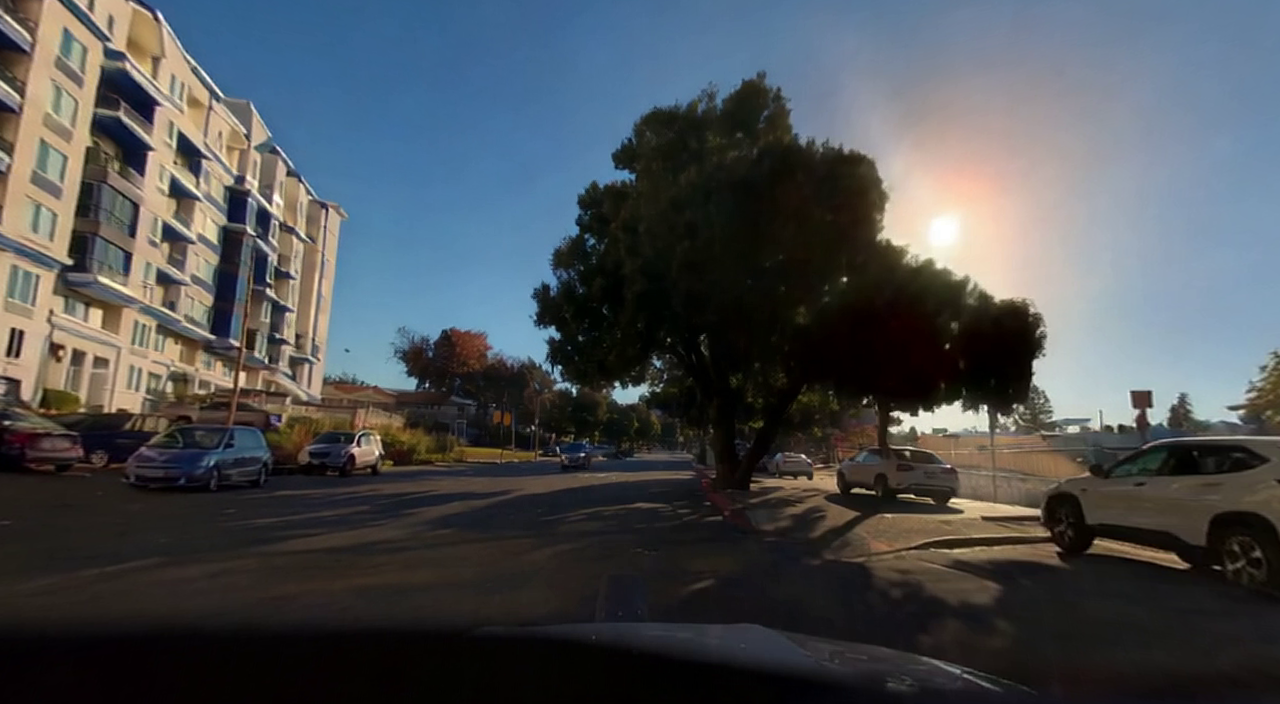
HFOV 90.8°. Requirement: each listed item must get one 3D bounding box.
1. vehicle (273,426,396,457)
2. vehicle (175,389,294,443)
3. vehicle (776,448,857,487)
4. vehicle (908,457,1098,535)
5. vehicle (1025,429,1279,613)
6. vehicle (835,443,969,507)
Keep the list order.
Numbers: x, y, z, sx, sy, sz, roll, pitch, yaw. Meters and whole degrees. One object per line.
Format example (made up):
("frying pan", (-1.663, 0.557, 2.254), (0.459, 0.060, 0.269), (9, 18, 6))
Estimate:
("vehicle", (-13.727, 4.073, 28.654), (4.603, 1.335, 1.889), (1, -9, -8))
("vehicle", (-18.839, 2.978, 29.384), (4.598, 1.645, 2.019), (8, -5, 19))
("vehicle", (7.715, 5.080, 28.118), (2.122, 1.554, 4.777), (0, -8, -1))
("vehicle", (7.748, 3.073, 14.064), (1.900, 1.368, 4.176), (0, -8, 3))
("vehicle", (7.459, 1.915, 7.905), (2.181, 1.792, 5.066), (0, -8, 2))
("vehicle", (7.833, 3.685, 19.498), (1.917, 1.704, 4.840), (0, -8, -2))
